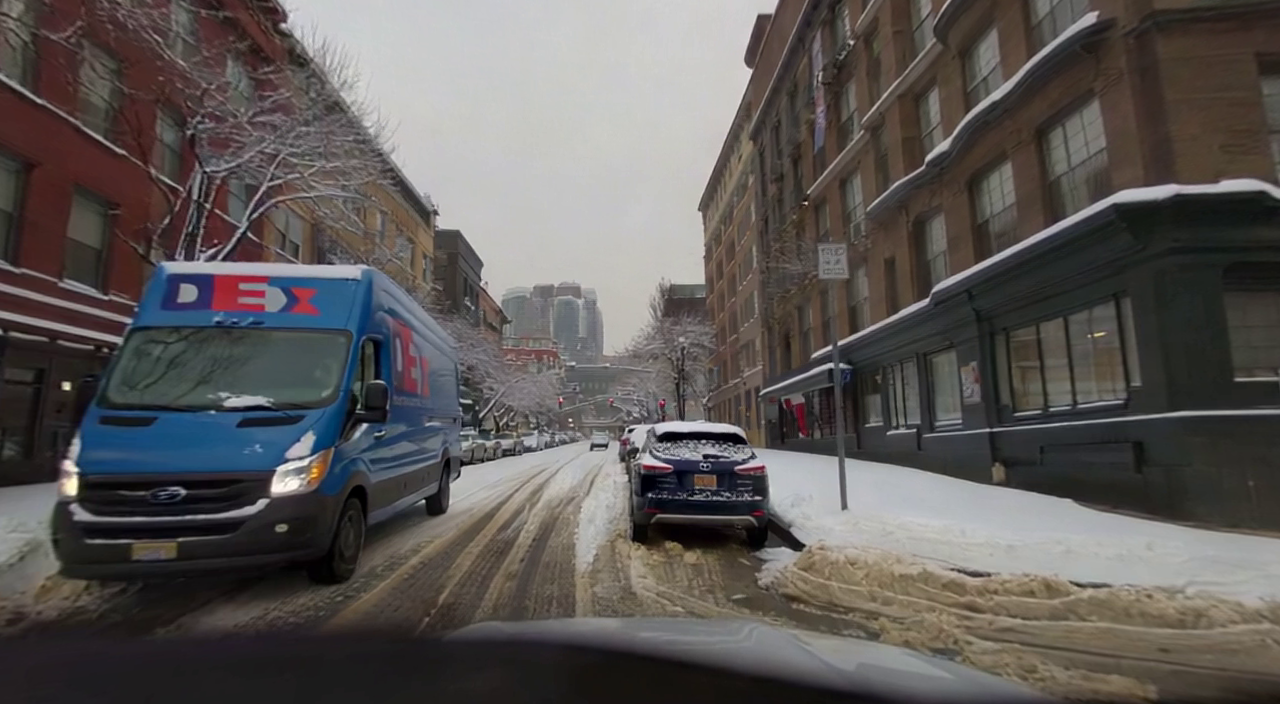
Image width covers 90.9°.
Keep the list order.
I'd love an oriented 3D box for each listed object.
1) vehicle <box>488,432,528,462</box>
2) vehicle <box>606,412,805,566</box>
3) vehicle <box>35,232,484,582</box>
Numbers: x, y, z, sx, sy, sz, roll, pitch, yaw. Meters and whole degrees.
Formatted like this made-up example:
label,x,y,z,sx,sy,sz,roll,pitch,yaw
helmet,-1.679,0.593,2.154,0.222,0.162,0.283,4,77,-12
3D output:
label,x,y,z,sx,sy,sz,roll,pitch,yaw
vehicle,-8.159,5.908,39.288,1.809,1.469,4.148,2,-4,-3
vehicle,0.529,1.657,8.569,1.925,1.481,4.653,1,-8,-3
vehicle,-4.106,0.916,9.059,2.558,3.014,7.101,0,-8,-5
